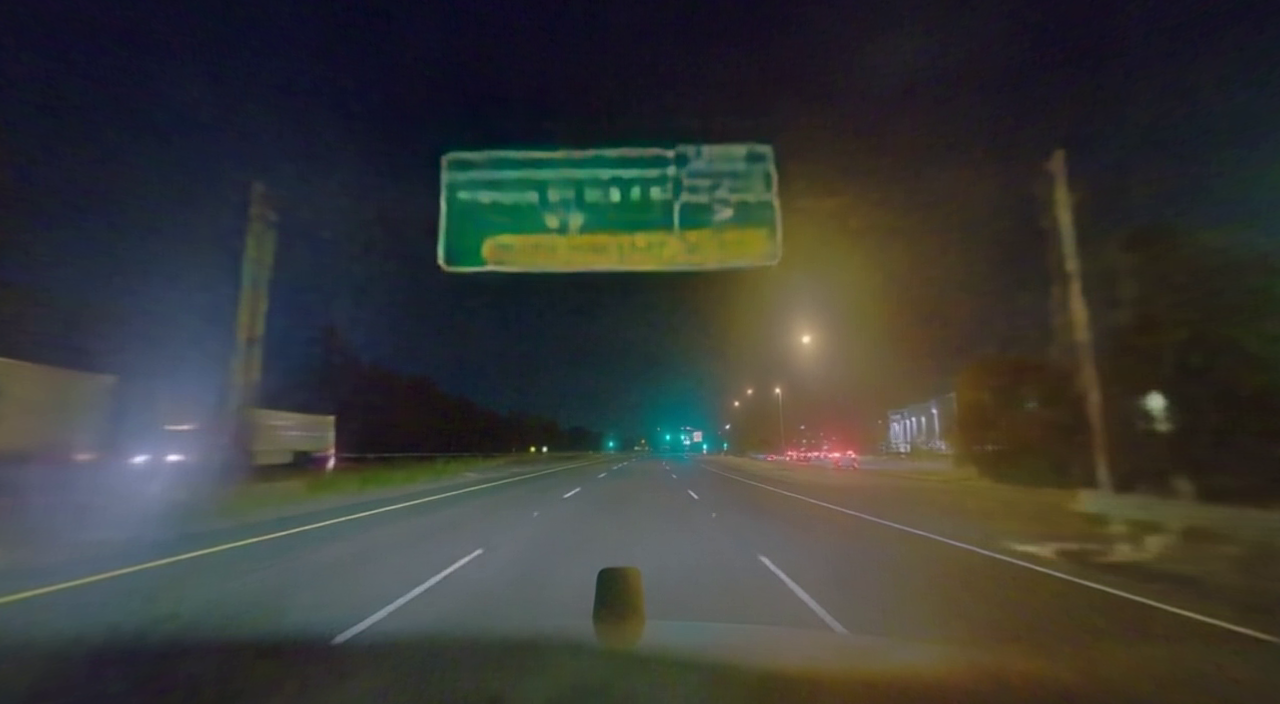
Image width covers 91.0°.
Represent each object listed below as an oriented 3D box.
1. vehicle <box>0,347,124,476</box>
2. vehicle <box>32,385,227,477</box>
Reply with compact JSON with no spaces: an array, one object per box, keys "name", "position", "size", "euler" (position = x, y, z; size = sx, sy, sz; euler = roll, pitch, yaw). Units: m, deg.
[{"name":"vehicle","position":[-21.307,1.293,15.845],"size":[2.889,3.945,15.988],"euler":[0,-9,1]},{"name":"vehicle","position":[-24.824,3.998,31.337],"size":[3.001,3.995,7.503],"euler":[0,-8,2]}]
